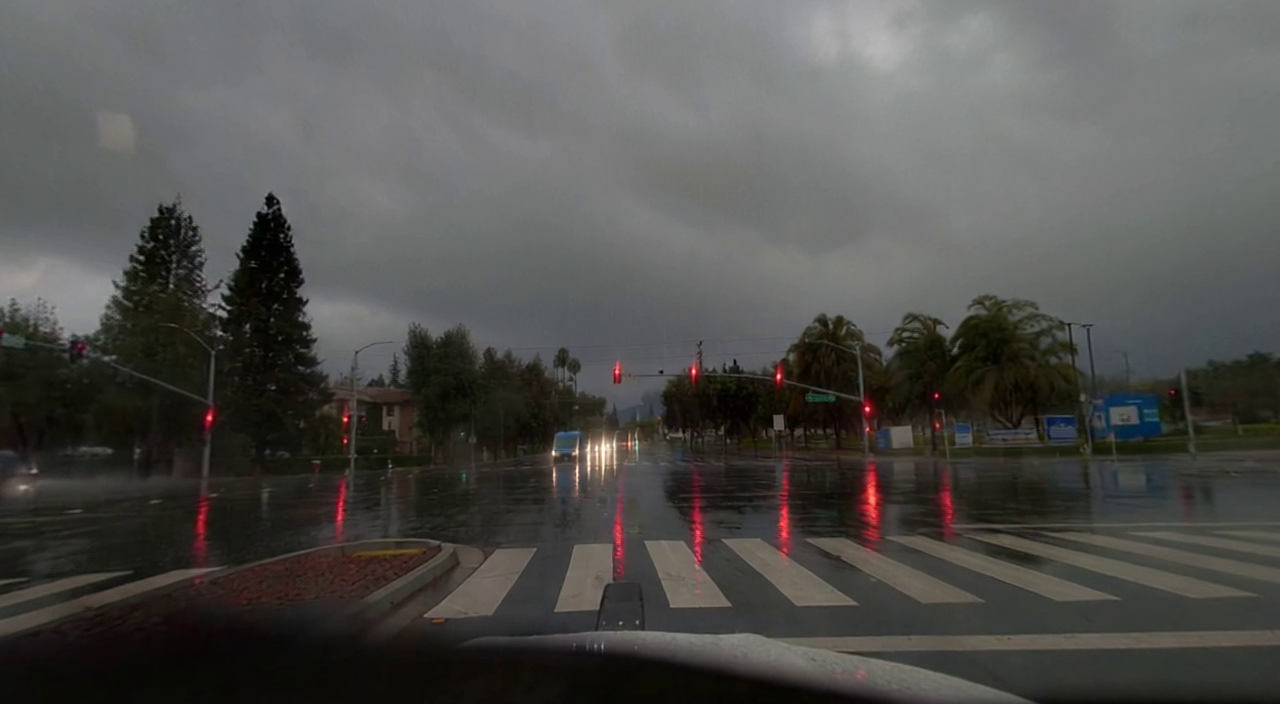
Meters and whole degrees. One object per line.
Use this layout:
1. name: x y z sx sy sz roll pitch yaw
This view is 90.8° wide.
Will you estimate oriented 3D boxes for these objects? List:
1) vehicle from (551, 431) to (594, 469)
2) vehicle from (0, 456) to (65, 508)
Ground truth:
1. vehicle: -4.608 6.772 43.887 2.465 2.404 5.791 0 -8 -1
2. vehicle: -34.593 6.937 34.245 5.861 2.543 2.529 -4 -9 22
